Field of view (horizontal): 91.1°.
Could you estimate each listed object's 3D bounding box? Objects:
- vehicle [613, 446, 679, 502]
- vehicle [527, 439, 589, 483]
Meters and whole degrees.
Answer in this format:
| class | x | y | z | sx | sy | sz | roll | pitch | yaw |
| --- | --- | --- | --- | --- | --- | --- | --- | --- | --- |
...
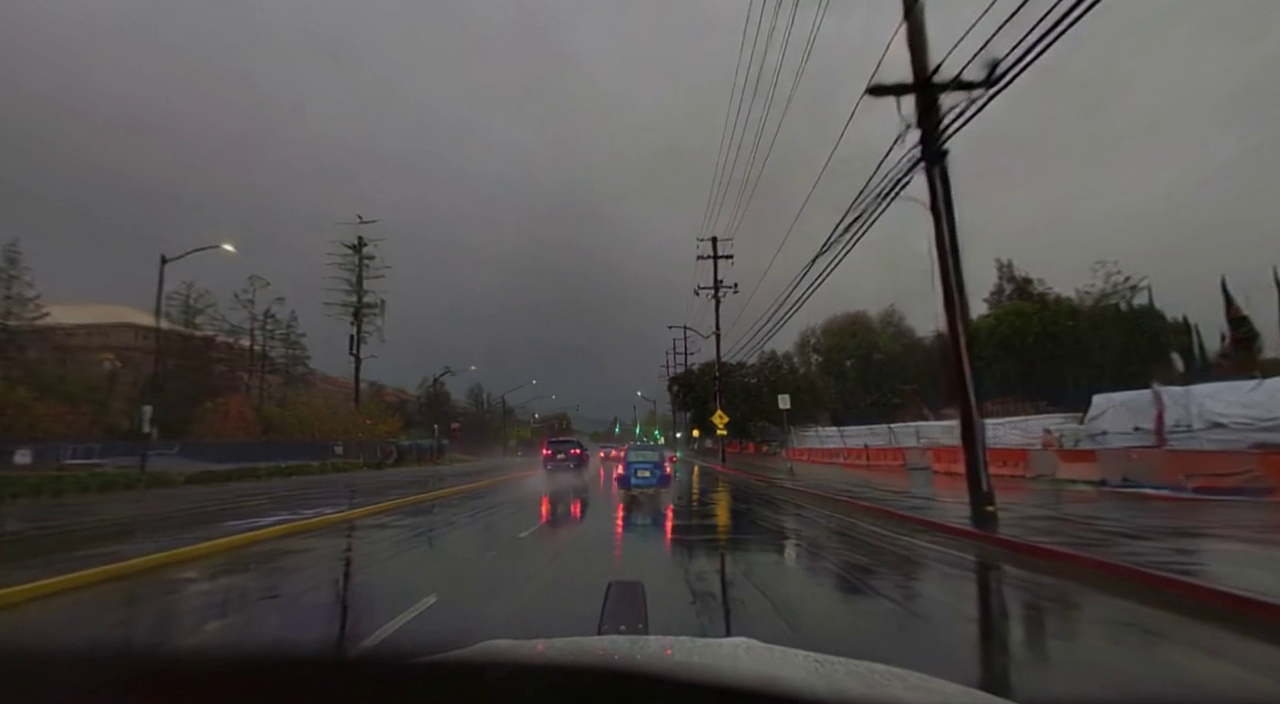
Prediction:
| class | x | y | z | sx | sy | sz | roll | pitch | yaw |
| --- | --- | --- | --- | --- | --- | --- | --- | --- | --- |
| vehicle | 0.181 | 4.106 | 21.565 | 2.059 | 1.691 | 3.980 | 0 | -8 | 0 |
| vehicle | -3.558 | 4.841 | 28.180 | 2.078 | 1.804 | 4.387 | -1 | -8 | 2 |
